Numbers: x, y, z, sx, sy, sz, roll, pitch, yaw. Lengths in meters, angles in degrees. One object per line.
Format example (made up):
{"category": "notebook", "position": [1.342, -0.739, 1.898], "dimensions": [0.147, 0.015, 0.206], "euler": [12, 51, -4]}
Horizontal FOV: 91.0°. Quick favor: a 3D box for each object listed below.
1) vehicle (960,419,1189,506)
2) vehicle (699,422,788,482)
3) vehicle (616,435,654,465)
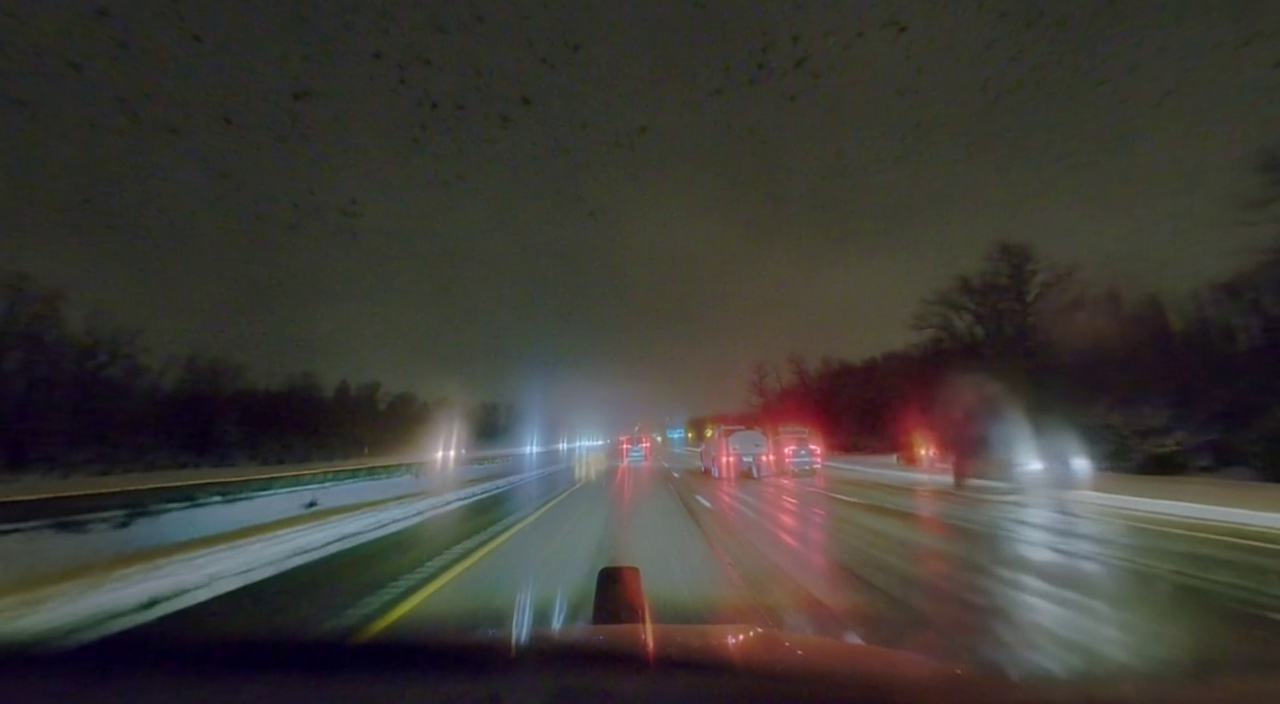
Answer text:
{"category": "vehicle", "position": [10.428, 2.703, 15.770], "dimensions": [2.161, 1.824, 4.876], "euler": [0, -9, -1]}
{"category": "vehicle", "position": [3.463, 3.482, 21.999], "dimensions": [2.269, 1.839, 4.554], "euler": [0, -9, -1]}
{"category": "vehicle", "position": [-0.278, 5.848, 37.656], "dimensions": [2.142, 1.664, 4.076], "euler": [0, -9, 0]}
